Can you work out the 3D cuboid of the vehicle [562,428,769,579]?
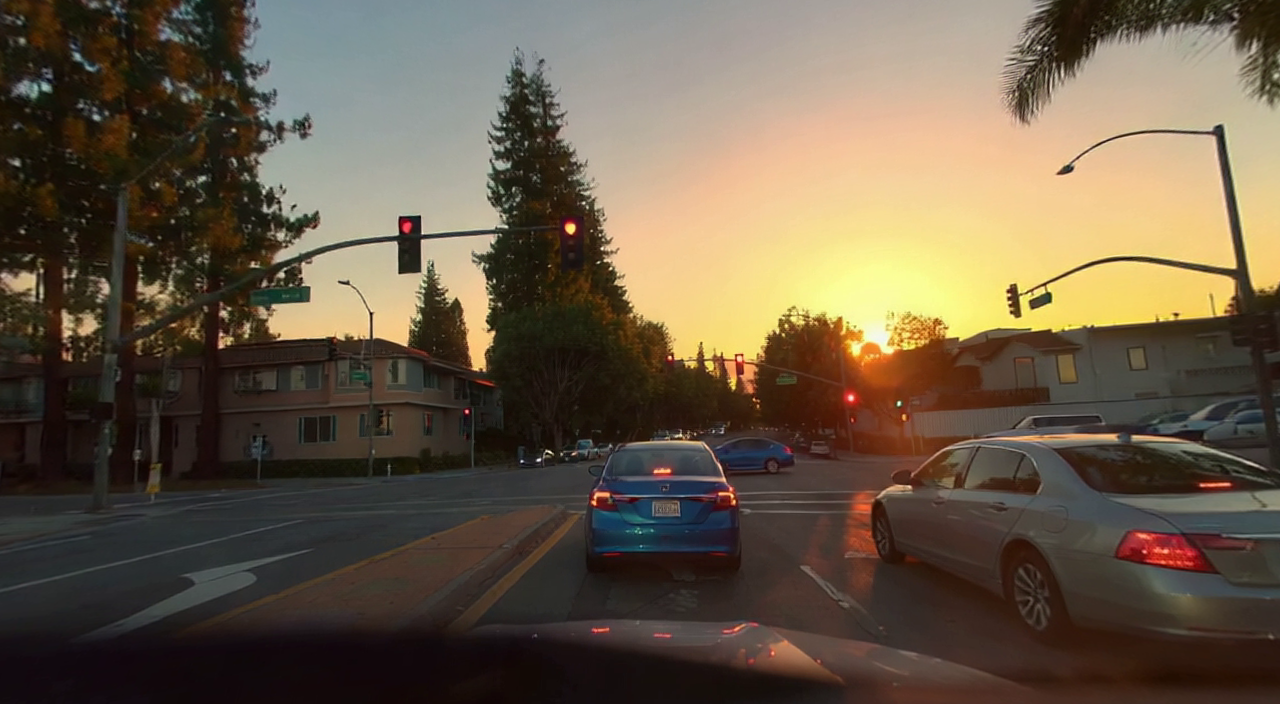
[{"bbox_3d":[0.294,1.820,8.326,2.090,1.505,3.756,-1,-9,1],"label":"vehicle"}]

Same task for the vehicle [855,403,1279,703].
[{"bbox_3d":[3.649,1.341,5.437,1.888,1.486,4.681,0,-9,-1],"label":"vehicle"}]

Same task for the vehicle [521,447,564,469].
[{"bbox_3d":[-6.939,7.580,45.304,2.093,1.476,4.278,-1,-9,4],"label":"vehicle"}]
